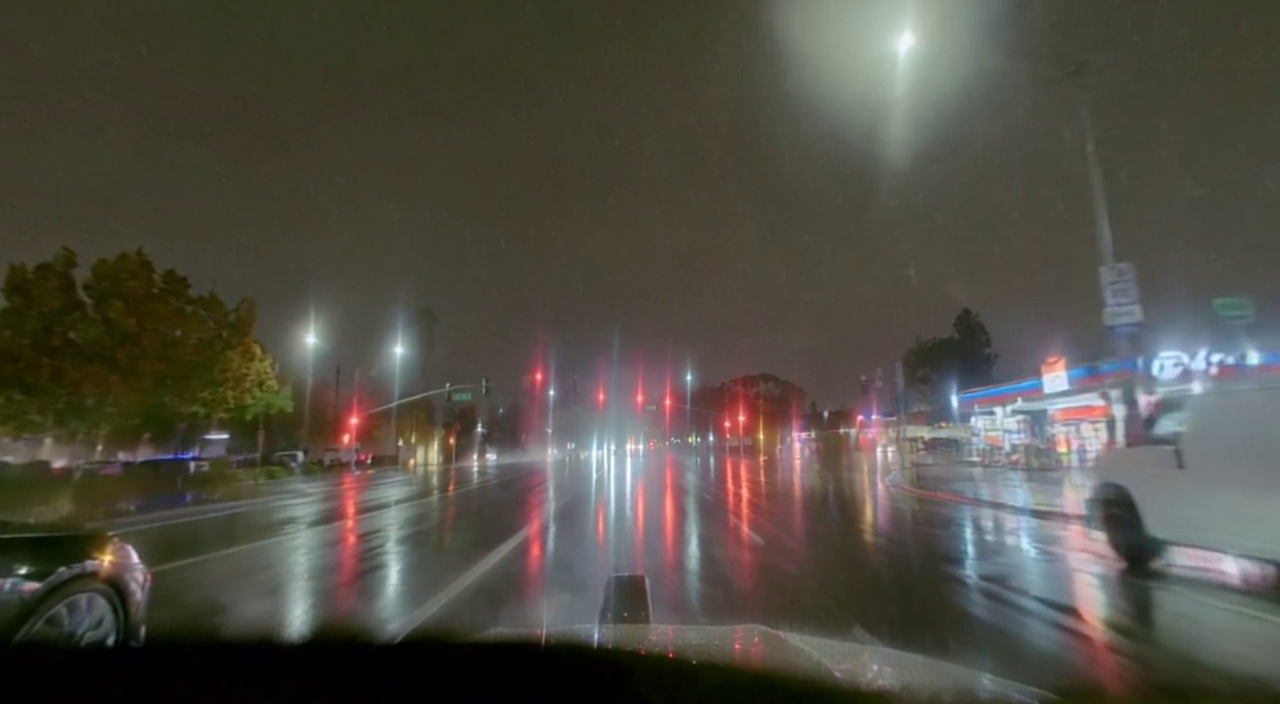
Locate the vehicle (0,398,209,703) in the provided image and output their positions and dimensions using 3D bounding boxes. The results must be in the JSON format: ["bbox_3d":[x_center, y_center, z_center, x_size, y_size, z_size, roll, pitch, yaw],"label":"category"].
[{"bbox_3d":[-3.462,0.758,1.309,2.018,1.470,4.346,0,-8,0],"label":"vehicle"}]

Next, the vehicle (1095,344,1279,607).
[{"bbox_3d":[7.105,0.936,4.531,2.764,2.327,6.492,0,-8,0],"label":"vehicle"}]

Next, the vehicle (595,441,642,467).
[{"bbox_3d":[-1.203,6.181,38.339,2.082,1.460,4.442,-1,-9,8],"label":"vehicle"}]
